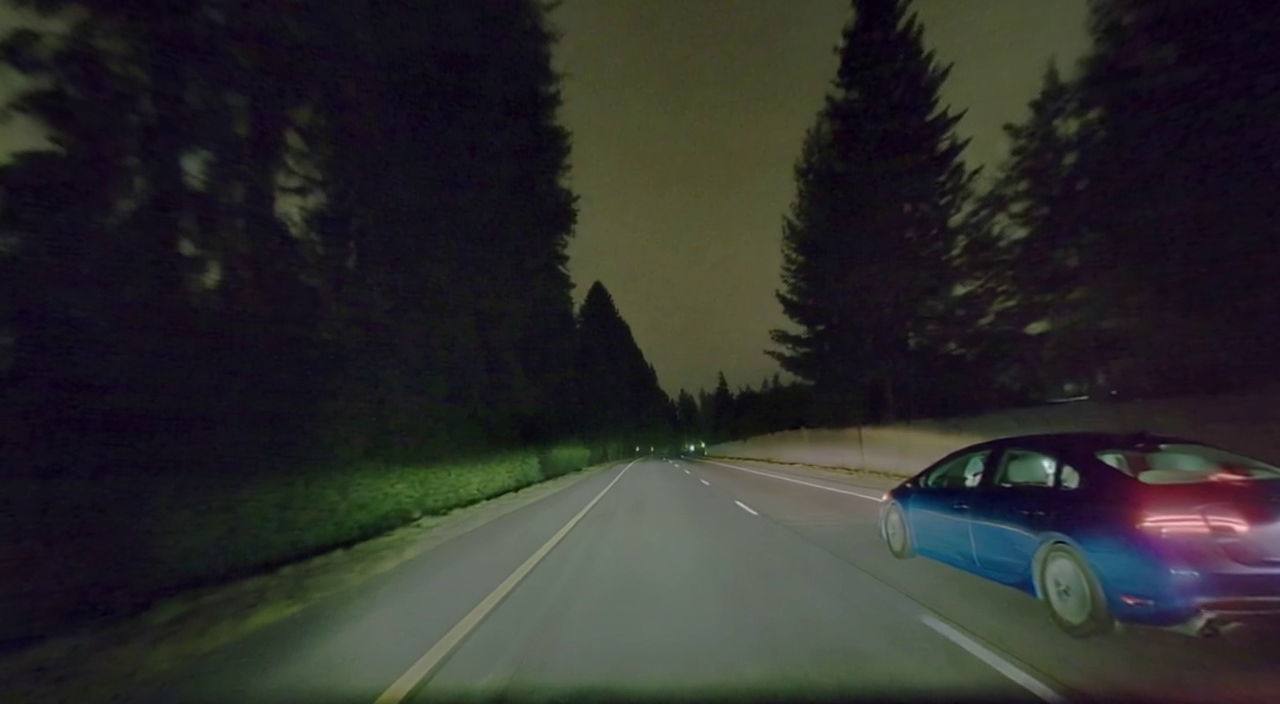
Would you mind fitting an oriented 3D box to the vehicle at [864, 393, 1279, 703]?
[{"bbox_3d":[3.682,1.280,4.937,2.061,1.503,4.823,0,-9,0],"label":"vehicle"}]
